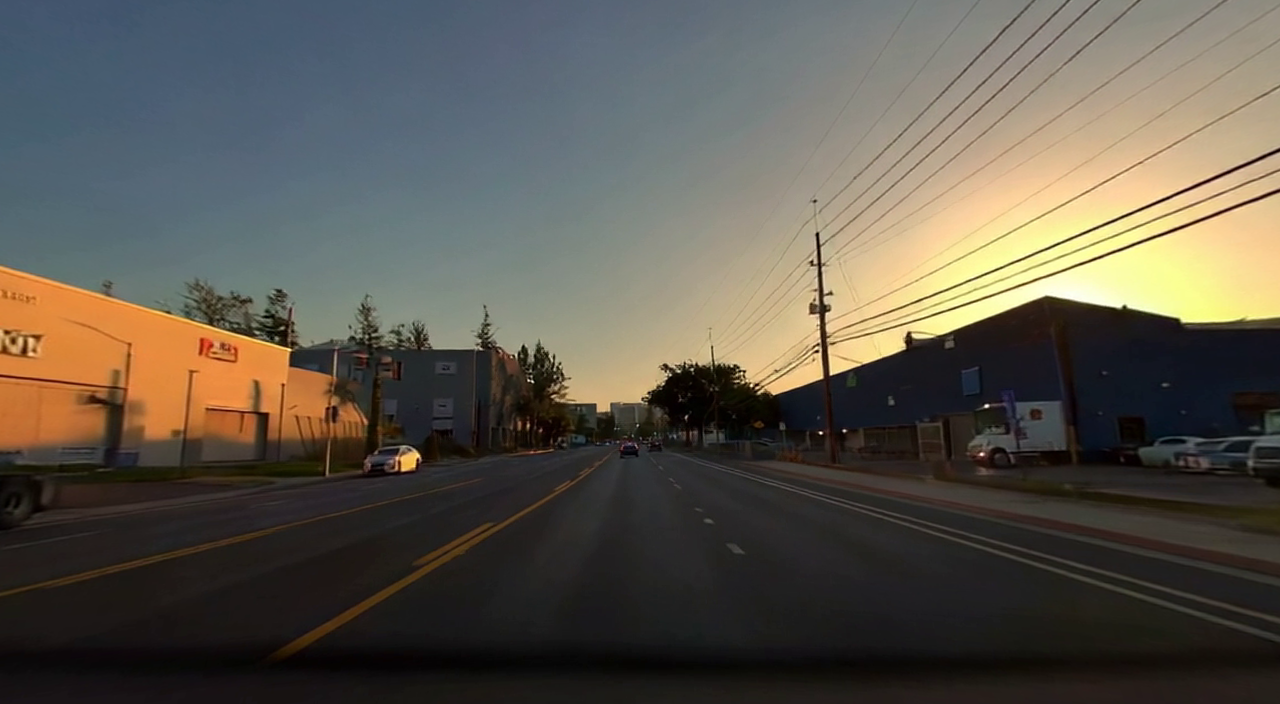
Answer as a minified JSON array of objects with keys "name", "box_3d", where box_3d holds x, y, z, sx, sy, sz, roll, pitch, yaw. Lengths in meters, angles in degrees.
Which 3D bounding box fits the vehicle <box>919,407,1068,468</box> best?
[{"name":"vehicle","box_3d":[22.135,5.415,39.888,7.478,3.666,2.863,0,-8,0]}]

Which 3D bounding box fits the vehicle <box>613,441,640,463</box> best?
[{"name":"vehicle","box_3d":[-0.990,7.534,47.837,1.937,1.588,3.746,0,-8,0]}]

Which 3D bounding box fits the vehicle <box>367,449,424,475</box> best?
[{"name":"vehicle","box_3d":[-16.128,7.243,41.893,1.936,1.555,4.533,-1,-8,0]}]

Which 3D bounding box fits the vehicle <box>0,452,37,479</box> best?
[{"name":"vehicle","box_3d":[-37.730,6.699,37.415,4.343,1.483,1.916,-6,-10,34]}]

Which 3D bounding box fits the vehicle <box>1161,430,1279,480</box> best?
[{"name":"vehicle","box_3d":[23.860,4.003,24.643,5.111,1.827,2.058,-1,-8,2]}]
